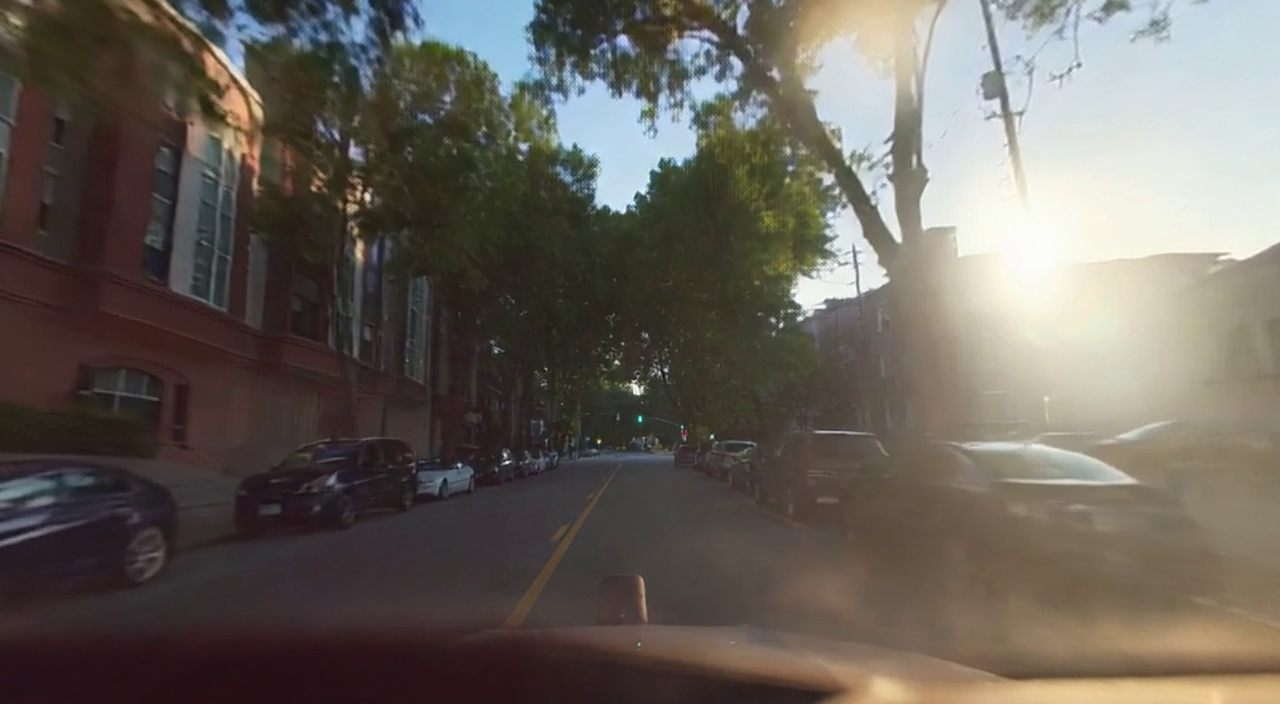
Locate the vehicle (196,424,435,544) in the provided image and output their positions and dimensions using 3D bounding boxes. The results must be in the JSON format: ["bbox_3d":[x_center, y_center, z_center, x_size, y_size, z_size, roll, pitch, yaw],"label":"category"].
[{"bbox_3d":[-6.103,2.492,12.774,2.175,1.849,4.725,-3,-8,3],"label":"vehicle"}]

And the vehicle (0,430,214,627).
[{"bbox_3d":[-6.234,1.617,5.690,1.763,1.612,4.462,-6,-8,-1],"label":"vehicle"}]

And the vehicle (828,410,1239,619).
[{"bbox_3d":[3.856,1.654,7.471,1.924,1.657,4.665,0,-8,1],"label":"vehicle"}]
